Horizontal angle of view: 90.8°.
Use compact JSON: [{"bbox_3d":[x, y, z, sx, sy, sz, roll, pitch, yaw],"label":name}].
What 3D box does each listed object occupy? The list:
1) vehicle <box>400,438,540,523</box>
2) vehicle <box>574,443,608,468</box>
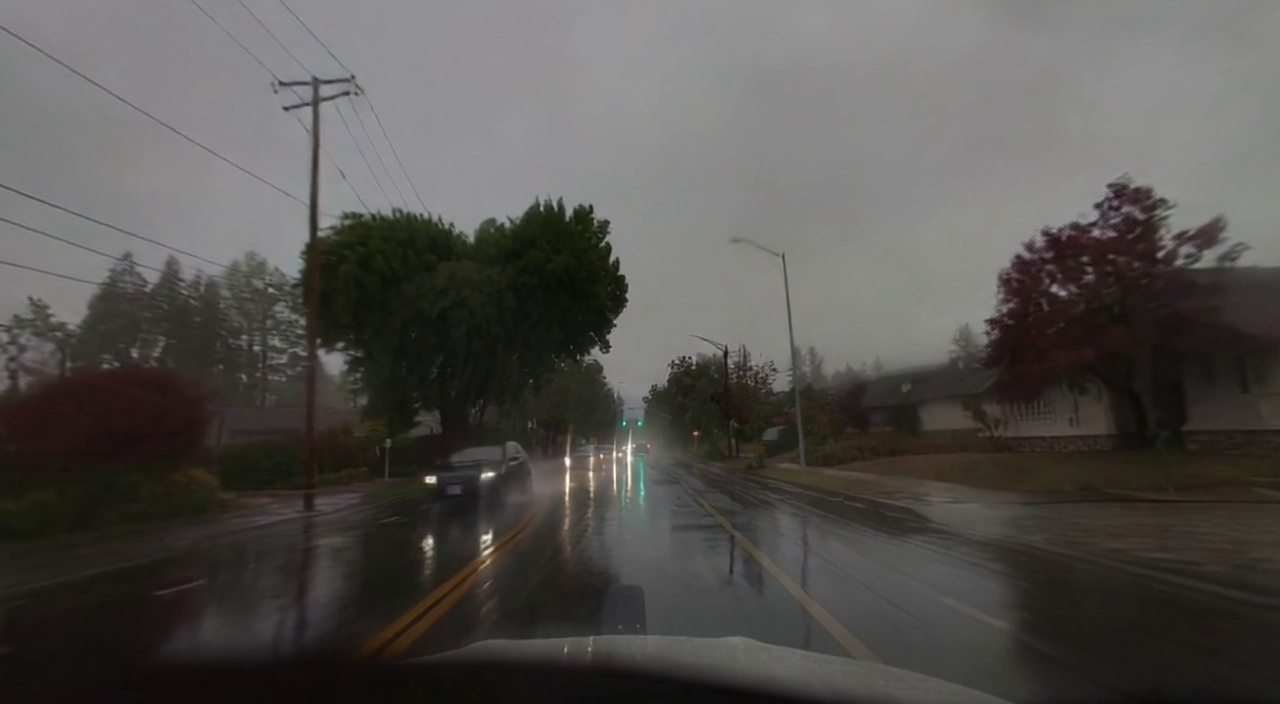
[{"bbox_3d":[-3.578,2.773,14.179,1.974,1.604,4.156,0,-9,0],"label":"vehicle"},{"bbox_3d":[-3.649,7.770,47.699,2.059,1.743,4.618,0,-9,1],"label":"vehicle"}]
